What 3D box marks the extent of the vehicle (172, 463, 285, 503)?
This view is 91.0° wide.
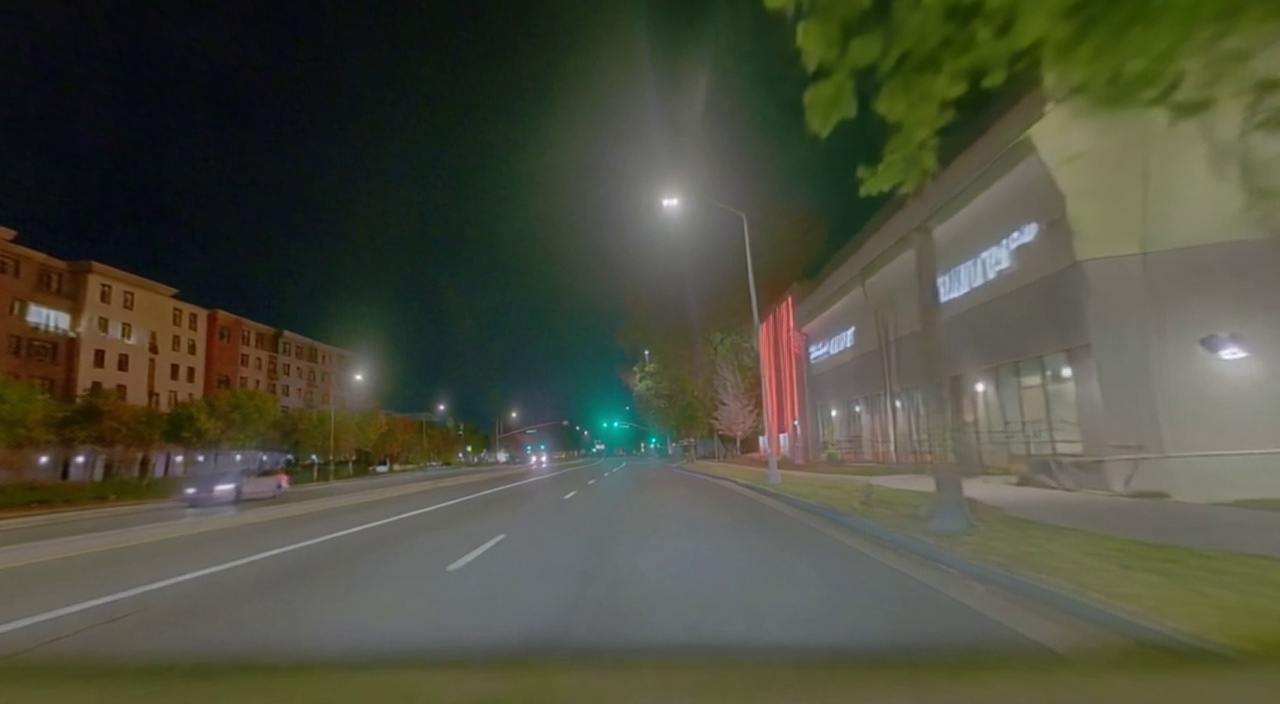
[{"bbox_3d":[-17.788,5.661,27.500,1.834,1.469,4.496,0,-8,0],"label":"vehicle"}]
